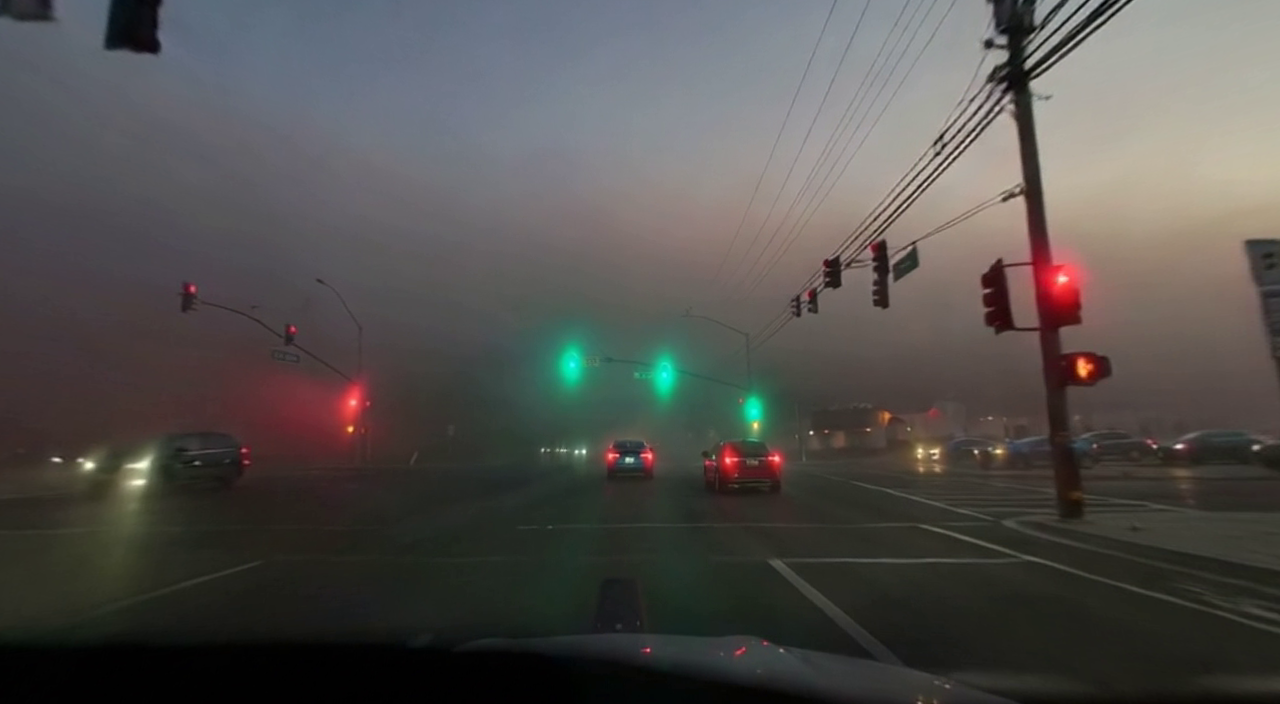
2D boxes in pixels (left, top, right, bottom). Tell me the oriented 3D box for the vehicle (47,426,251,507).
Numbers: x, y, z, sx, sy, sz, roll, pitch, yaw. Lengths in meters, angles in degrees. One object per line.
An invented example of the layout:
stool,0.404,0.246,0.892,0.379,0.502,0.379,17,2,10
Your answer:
vehicle,-14.339,3.346,18.955,2.233,2.072,4.813,0,-8,-1

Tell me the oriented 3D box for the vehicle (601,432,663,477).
vehicle,-0.287,3.721,23.097,2.065,1.484,3.894,0,-8,-1

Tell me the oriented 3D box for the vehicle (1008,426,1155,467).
vehicle,17.389,3.749,25.015,4.436,1.503,1.844,0,-8,-2

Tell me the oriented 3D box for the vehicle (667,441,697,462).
vehicle,3.170,7.651,48.691,1.971,1.477,4.121,0,-8,-1

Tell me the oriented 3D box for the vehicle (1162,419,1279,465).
vehicle,24.198,3.611,25.436,4.661,1.722,1.895,0,-8,-2

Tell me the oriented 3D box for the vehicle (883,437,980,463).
vehicle,16.984,5.720,36.968,4.749,1.465,1.938,0,-8,-3

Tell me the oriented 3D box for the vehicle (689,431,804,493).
vehicle,2.723,2.964,17.413,2.208,1.436,4.542,0,-8,-3
